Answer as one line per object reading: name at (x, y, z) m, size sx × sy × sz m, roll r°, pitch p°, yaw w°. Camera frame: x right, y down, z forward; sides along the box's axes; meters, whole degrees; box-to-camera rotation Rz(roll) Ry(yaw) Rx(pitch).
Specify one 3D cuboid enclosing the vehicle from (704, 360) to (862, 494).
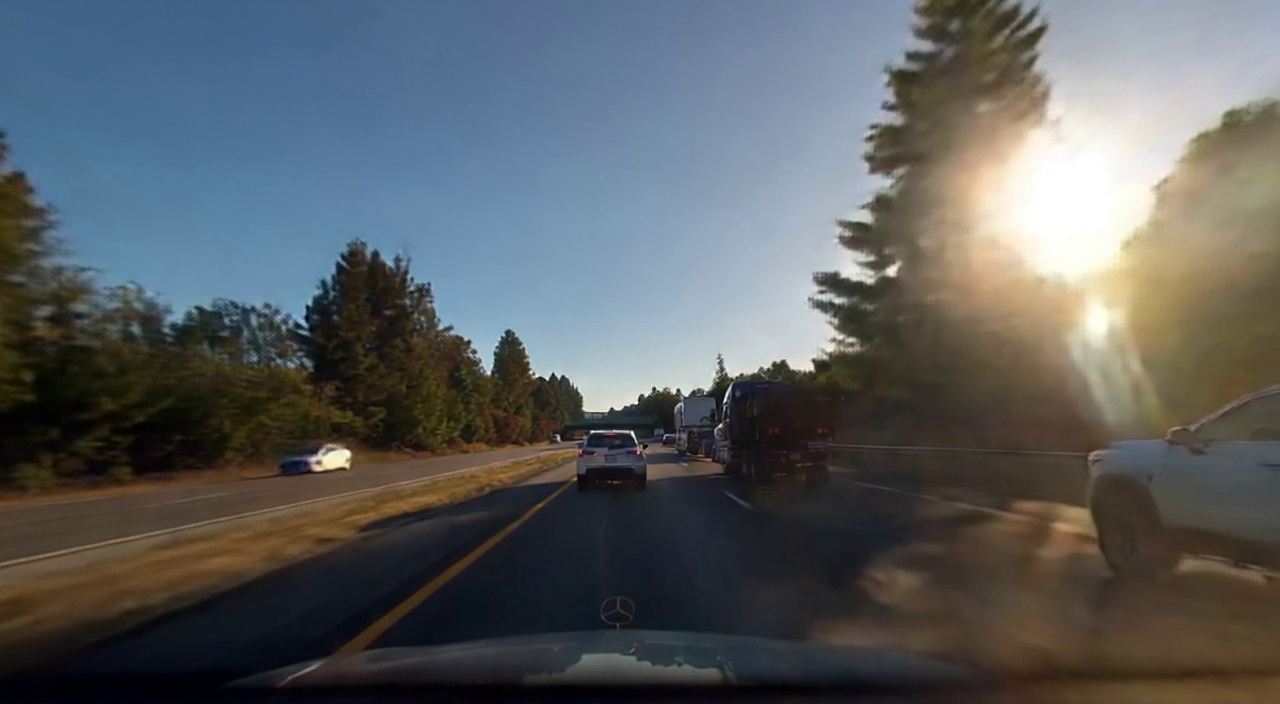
vehicle at (3.653, 2.238, 18.571) m, size 2.723 × 3.027 × 8.478 m, roll 0°, pitch -7°, yaw 0°

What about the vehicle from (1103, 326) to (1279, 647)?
vehicle at (4.830, 0.722, 3.157) m, size 2.011 × 1.905 × 3.905 m, roll 0°, pitch -7°, yaw 1°

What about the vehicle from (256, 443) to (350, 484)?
vehicle at (-13.513, 4.453, 25.530) m, size 1.787 × 1.453 × 3.660 m, roll 0°, pitch -8°, yaw 0°

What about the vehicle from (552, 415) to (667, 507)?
vehicle at (-0.571, 2.250, 13.530) m, size 2.082 × 1.638 × 4.055 m, roll 0°, pitch -8°, yaw -1°
